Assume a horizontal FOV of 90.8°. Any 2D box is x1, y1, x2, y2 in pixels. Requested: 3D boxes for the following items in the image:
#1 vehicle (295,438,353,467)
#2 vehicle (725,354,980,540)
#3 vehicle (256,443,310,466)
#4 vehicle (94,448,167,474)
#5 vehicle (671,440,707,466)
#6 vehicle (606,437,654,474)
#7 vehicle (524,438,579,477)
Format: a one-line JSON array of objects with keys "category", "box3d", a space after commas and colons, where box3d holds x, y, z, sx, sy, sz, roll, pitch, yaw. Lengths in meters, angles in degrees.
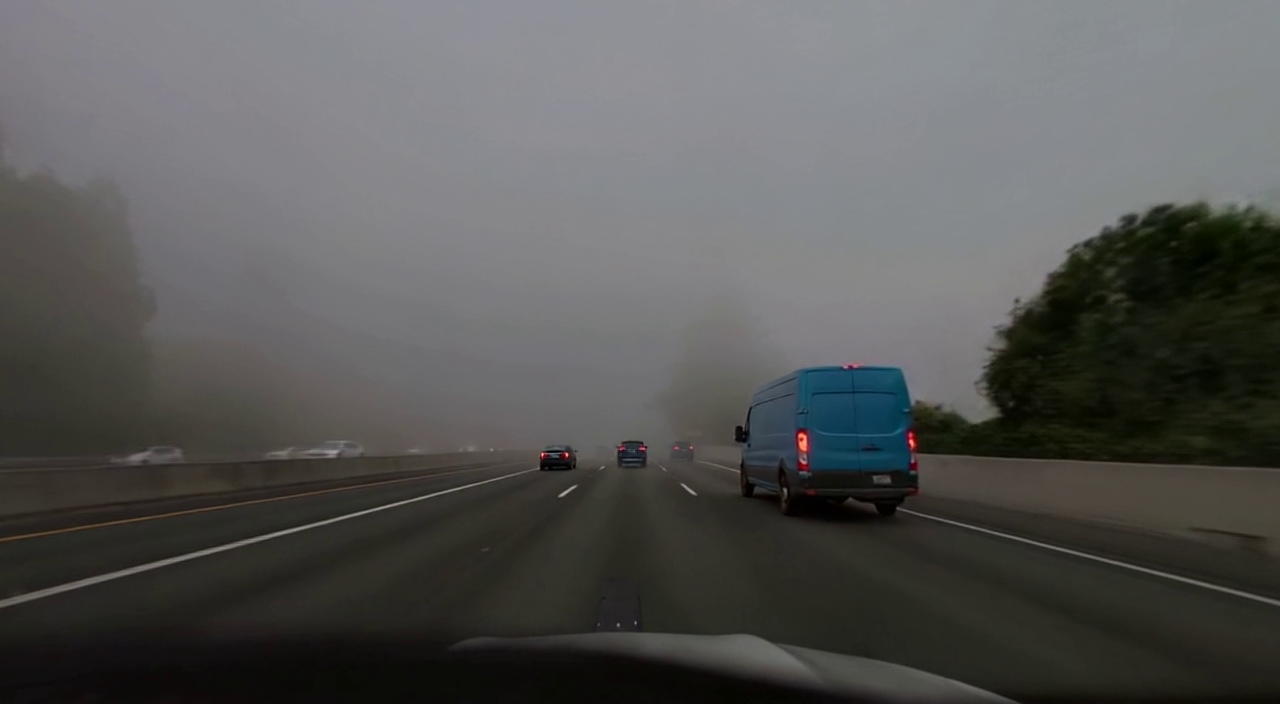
[{"category": "vehicle", "box3d": [-17.760, 5.651, 35.648, 1.520, 1.495, 3.354, 0, -8, 0]}, {"category": "vehicle", "box3d": [3.535, 1.845, 12.539, 2.631, 2.709, 6.496, 0, -8, -1]}, {"category": "vehicle", "box3d": [-24.974, 7.171, 44.308, 1.824, 1.511, 3.484, 0, -8, -1]}, {"category": "vehicle", "box3d": [-29.048, 6.181, 36.137, 1.440, 1.397, 3.257, 0, -9, -1]}, {"category": "vehicle", "box3d": [3.458, 7.253, 45.521, 2.160, 1.759, 4.214, 0, -8, -2]}, {"category": "vehicle", "box3d": [-0.523, 5.329, 32.727, 2.297, 1.783, 4.355, 0, -8, -1]}, {"category": "vehicle", "box3d": [-4.194, 5.082, 30.639, 2.023, 1.709, 4.263, 0, -8, 0]}]
